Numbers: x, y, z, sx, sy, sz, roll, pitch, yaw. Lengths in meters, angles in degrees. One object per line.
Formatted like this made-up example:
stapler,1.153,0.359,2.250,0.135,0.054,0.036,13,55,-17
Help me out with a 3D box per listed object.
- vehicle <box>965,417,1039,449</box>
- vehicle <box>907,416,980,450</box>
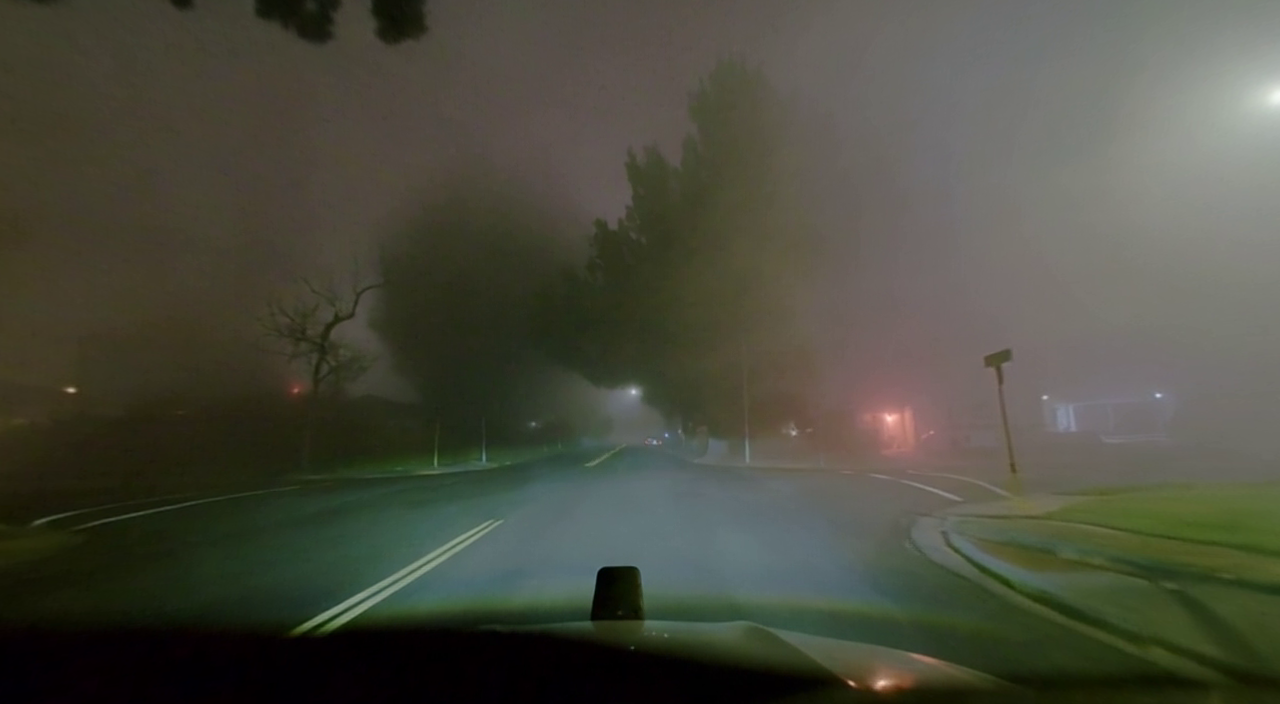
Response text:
vehicle,18.855,4.282,33.002,1.803,1.504,4.324,-1,-8,7
vehicle,16.109,4.368,33.641,1.829,1.667,4.437,-1,-8,2
